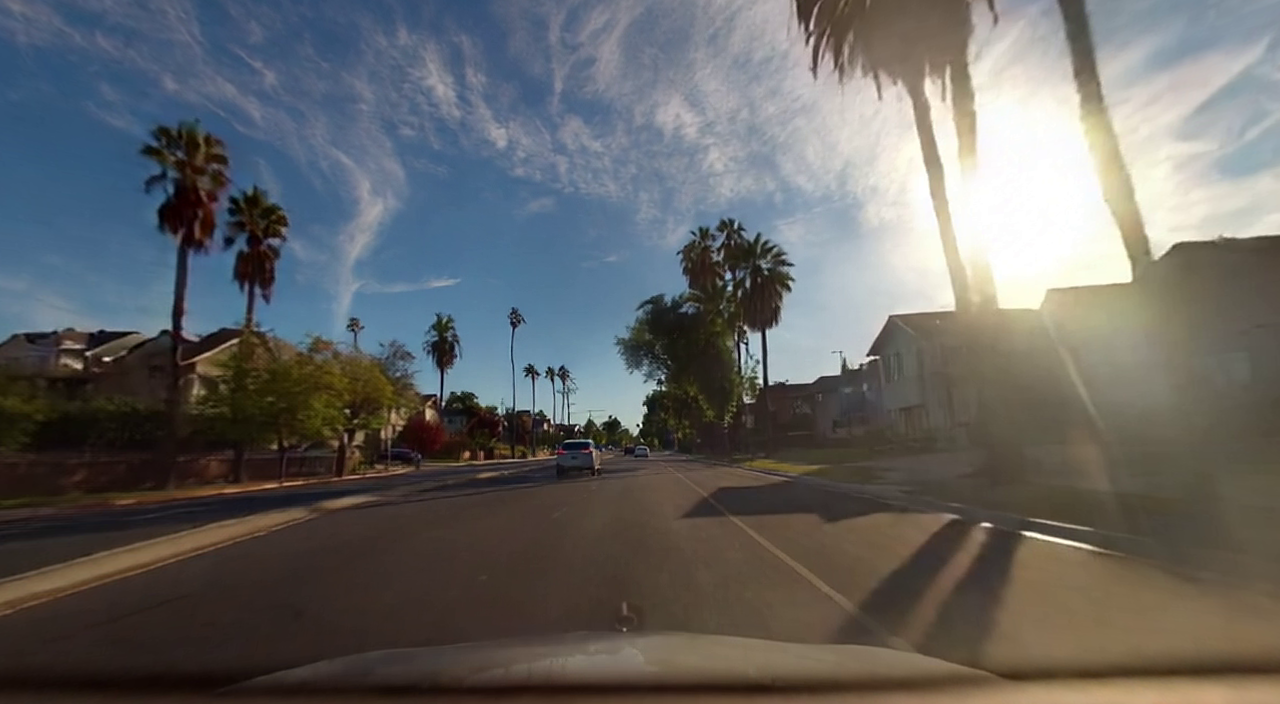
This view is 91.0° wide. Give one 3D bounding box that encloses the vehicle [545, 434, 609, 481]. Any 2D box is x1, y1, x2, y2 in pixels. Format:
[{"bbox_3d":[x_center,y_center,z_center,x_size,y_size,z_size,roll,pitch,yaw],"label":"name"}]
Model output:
[{"bbox_3d":[-2.836,4.948,29.800,2.370,1.968,5.698,0,-9,1],"label":"vehicle"}]
